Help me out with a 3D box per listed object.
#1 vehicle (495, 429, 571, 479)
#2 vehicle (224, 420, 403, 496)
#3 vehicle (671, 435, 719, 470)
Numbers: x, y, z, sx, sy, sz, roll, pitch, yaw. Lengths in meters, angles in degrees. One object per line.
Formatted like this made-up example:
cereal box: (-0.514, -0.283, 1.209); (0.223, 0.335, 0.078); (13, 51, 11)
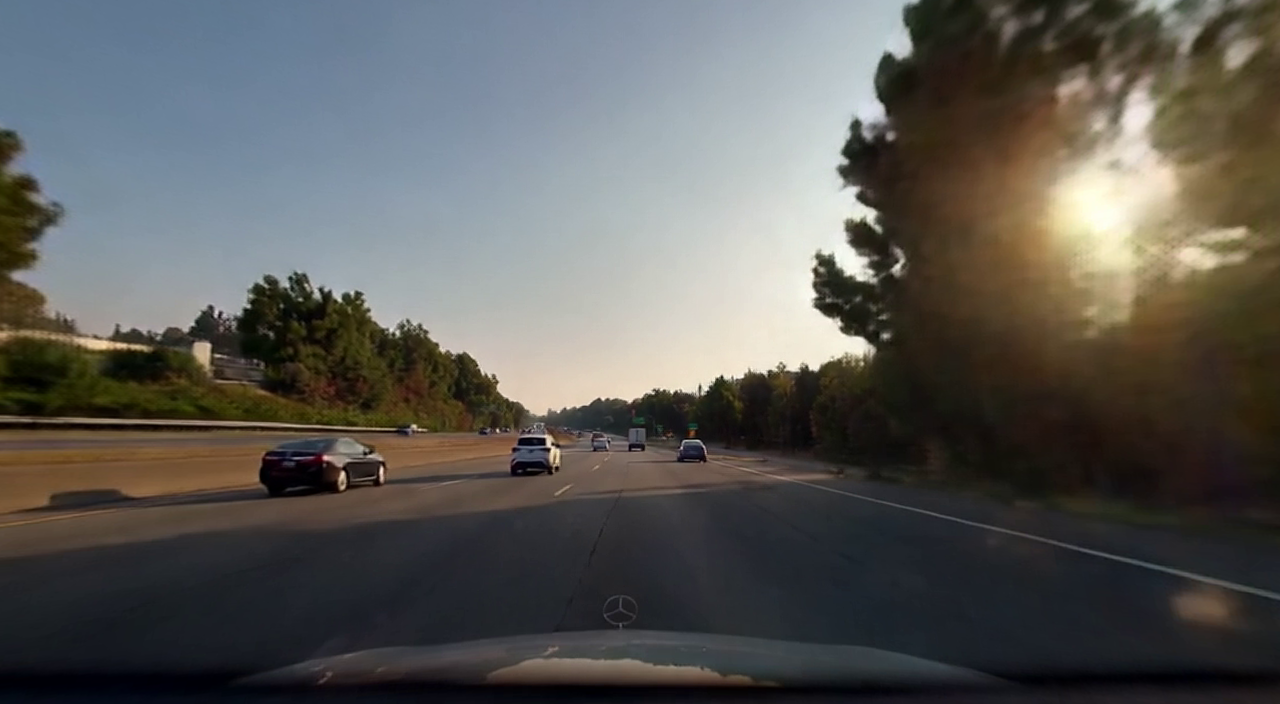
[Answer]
vehicle: (-3.808, 3.735, 23.235); (2.002, 1.680, 4.301); (0, -9, 1)
vehicle: (-8.341, 2.774, 16.753); (2.237, 1.703, 4.681); (0, -9, 0)
vehicle: (2.811, 5.281, 33.203); (2.053, 1.698, 4.097); (0, -9, -2)
